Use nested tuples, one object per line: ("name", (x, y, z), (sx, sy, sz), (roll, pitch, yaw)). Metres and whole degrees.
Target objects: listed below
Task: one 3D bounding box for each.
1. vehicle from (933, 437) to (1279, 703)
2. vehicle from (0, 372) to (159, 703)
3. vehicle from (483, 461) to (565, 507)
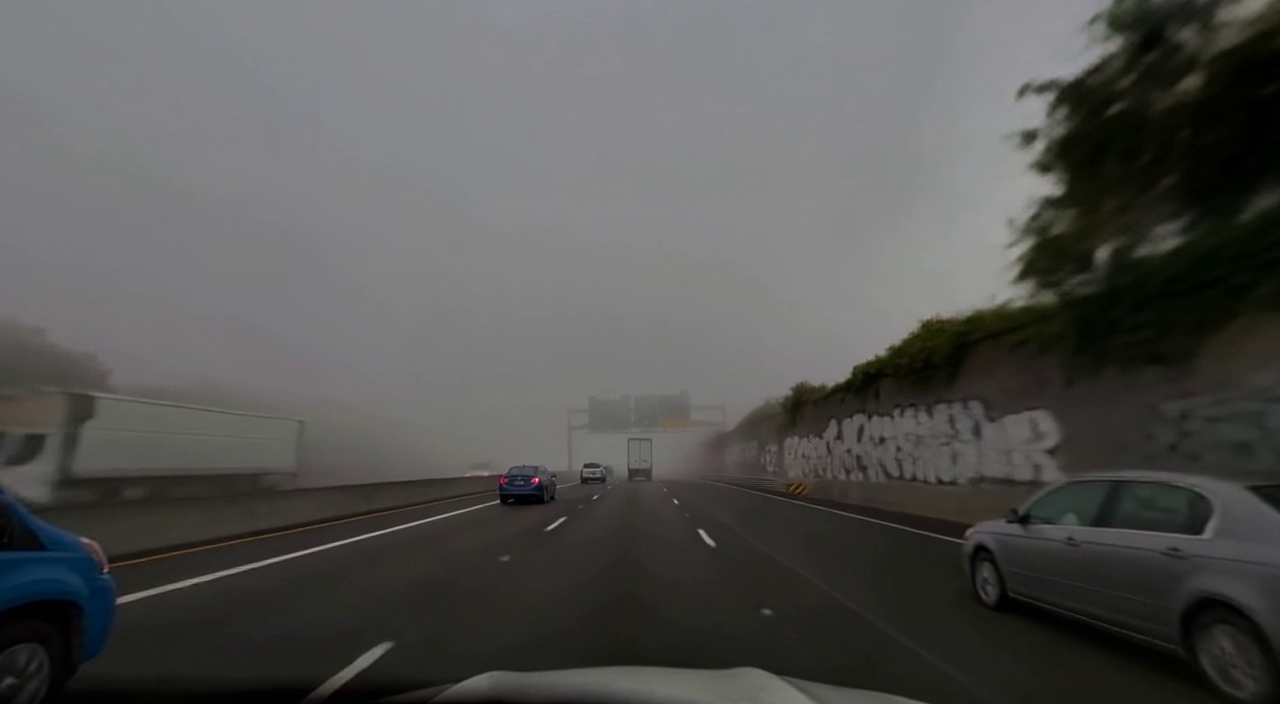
("vehicle", (4.113, 1.429, 4.527), (1.917, 1.458, 4.199), (1, -10, -1))
("vehicle", (-3.392, 0.591, 0.776), (2.004, 1.610, 4.508), (1, -10, 0))
("vehicle", (-3.993, 4.634, 22.441), (2.054, 1.443, 4.131), (0, -10, 1))
